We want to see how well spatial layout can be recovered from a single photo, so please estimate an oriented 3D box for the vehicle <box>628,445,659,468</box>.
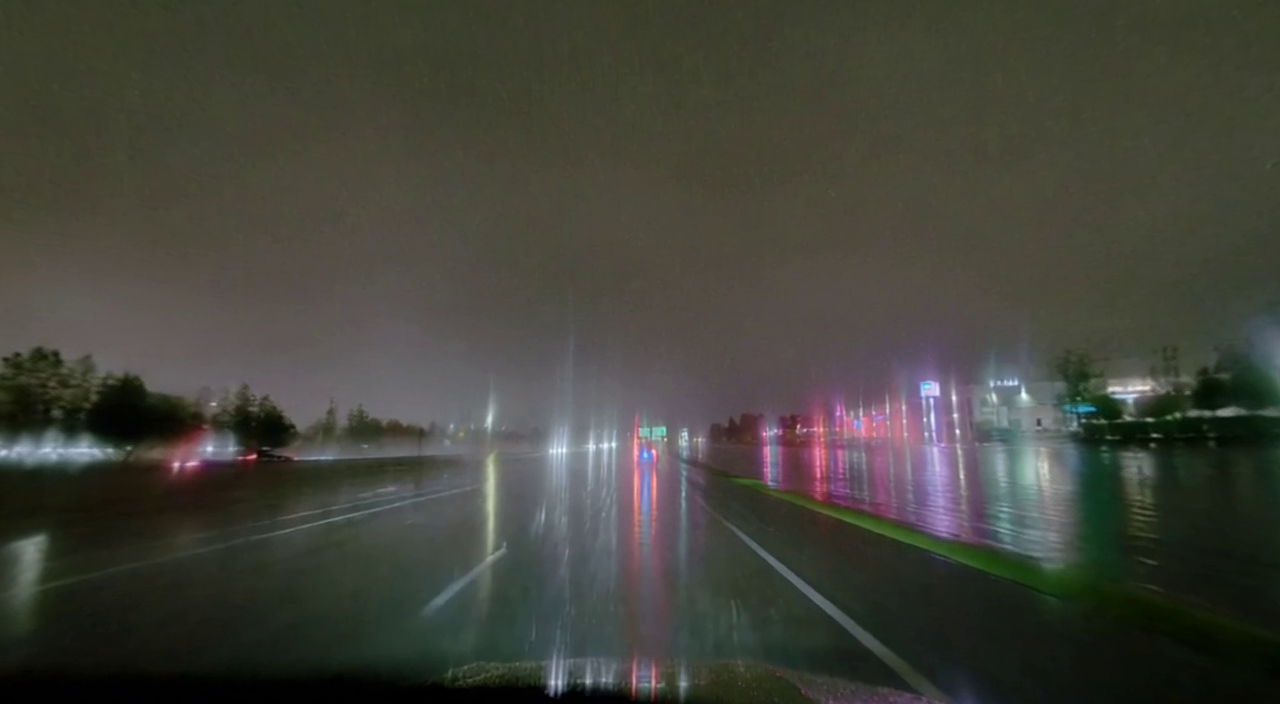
[{"bbox_3d":[0.257,7.394,44.443,2.014,1.507,3.960,-1,-9,0],"label":"vehicle"}]
